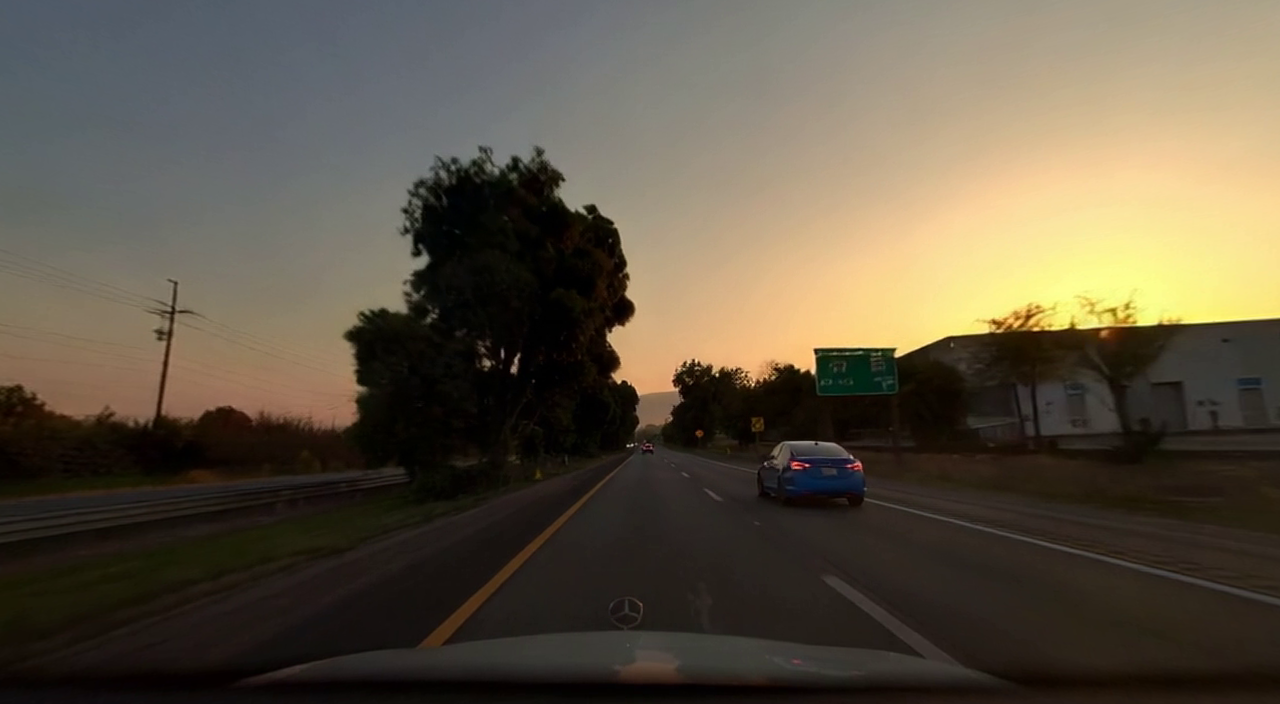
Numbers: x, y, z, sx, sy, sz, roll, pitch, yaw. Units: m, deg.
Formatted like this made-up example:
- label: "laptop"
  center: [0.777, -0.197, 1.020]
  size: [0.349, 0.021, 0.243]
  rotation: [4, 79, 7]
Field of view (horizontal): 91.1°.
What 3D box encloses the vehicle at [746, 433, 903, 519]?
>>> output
- label: "vehicle"
  center: [3.685, 2.541, 13.416]
  size: [2.079, 1.531, 3.997]
  rotation: [0, -8, 0]
